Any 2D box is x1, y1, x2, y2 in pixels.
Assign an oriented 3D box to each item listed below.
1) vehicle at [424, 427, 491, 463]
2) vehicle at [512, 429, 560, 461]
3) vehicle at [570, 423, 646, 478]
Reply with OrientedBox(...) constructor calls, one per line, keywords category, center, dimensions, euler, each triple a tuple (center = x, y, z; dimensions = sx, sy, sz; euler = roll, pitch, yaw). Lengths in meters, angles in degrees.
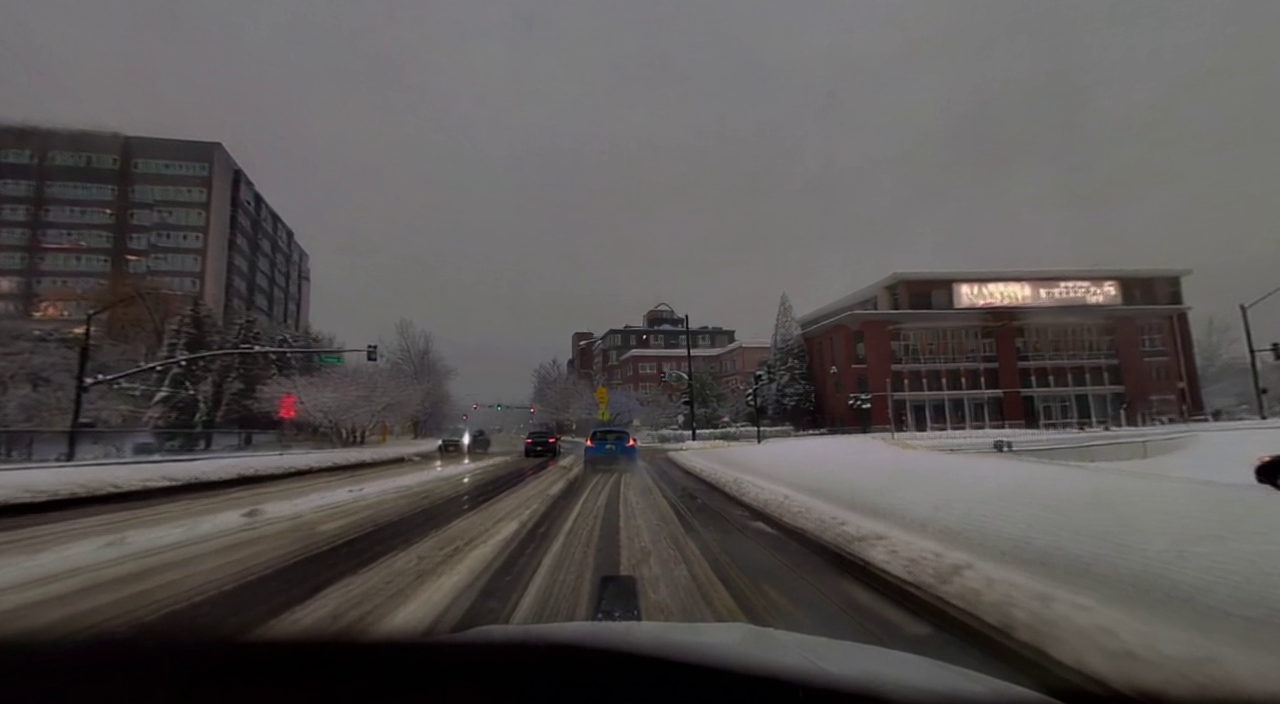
OrientedBox(category="vehicle", center=(-9.172, 4.718, 32.068), dimensions=(1.994, 1.717, 4.380), euler=(0, -8, 2))
OrientedBox(category="vehicle", center=(-5.029, 4.549, 30.879), dimensions=(2.023, 1.485, 3.721), euler=(1, -8, -5))
OrientedBox(category="vehicle", center=(-0.939, 3.205, 20.701), dimensions=(2.231, 1.572, 4.227), euler=(0, -8, 0))
